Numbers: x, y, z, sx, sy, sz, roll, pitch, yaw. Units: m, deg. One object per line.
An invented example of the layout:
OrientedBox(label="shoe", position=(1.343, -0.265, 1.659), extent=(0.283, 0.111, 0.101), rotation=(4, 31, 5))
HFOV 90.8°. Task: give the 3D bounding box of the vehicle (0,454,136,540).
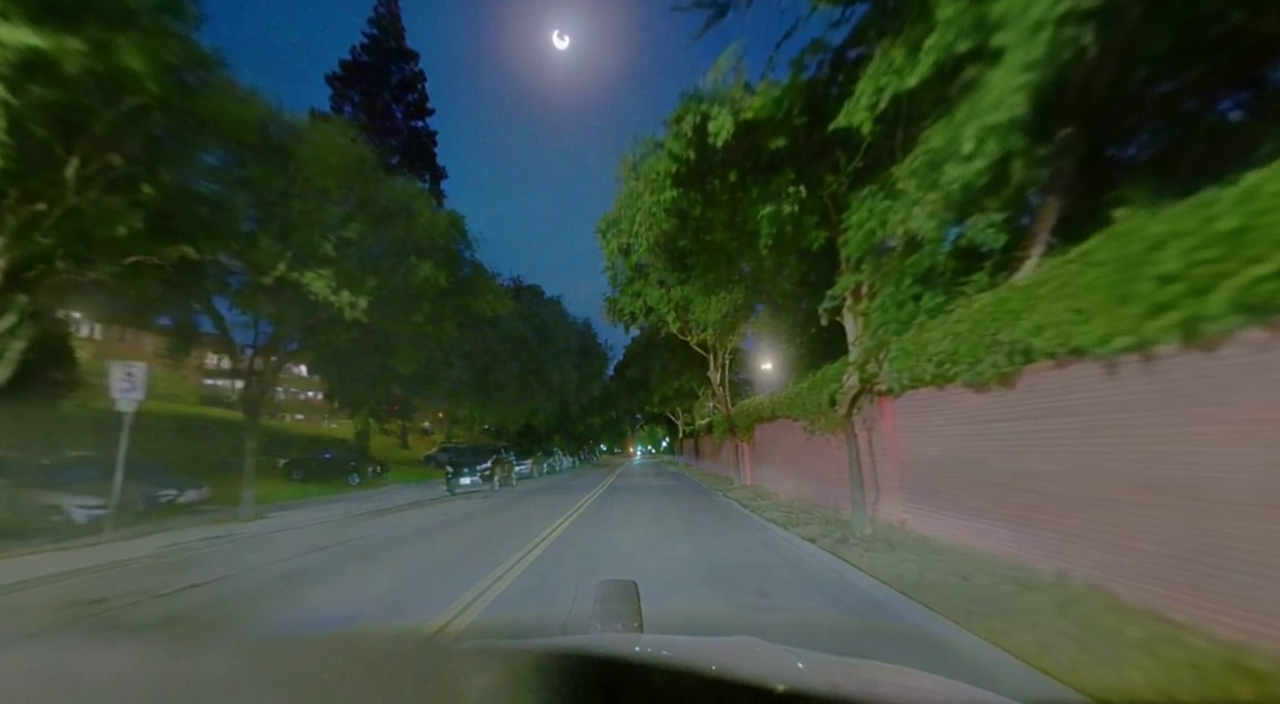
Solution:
OrientedBox(label="vehicle", position=(-13.481, 2.970, 13.301), extent=(3.947, 1.584, 2.016), rotation=(1, -9, 1))

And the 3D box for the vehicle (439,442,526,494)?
OrientedBox(label="vehicle", position=(-6.247, 4.629, 25.863), extent=(2.109, 1.847, 5.553), rotation=(0, -8, 0))

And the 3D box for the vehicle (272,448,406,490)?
OrientedBox(label="vehicle", position=(-13.524, 5.253, 28.577), extent=(4.991, 1.692, 1.960), rotation=(1, -8, 1))
